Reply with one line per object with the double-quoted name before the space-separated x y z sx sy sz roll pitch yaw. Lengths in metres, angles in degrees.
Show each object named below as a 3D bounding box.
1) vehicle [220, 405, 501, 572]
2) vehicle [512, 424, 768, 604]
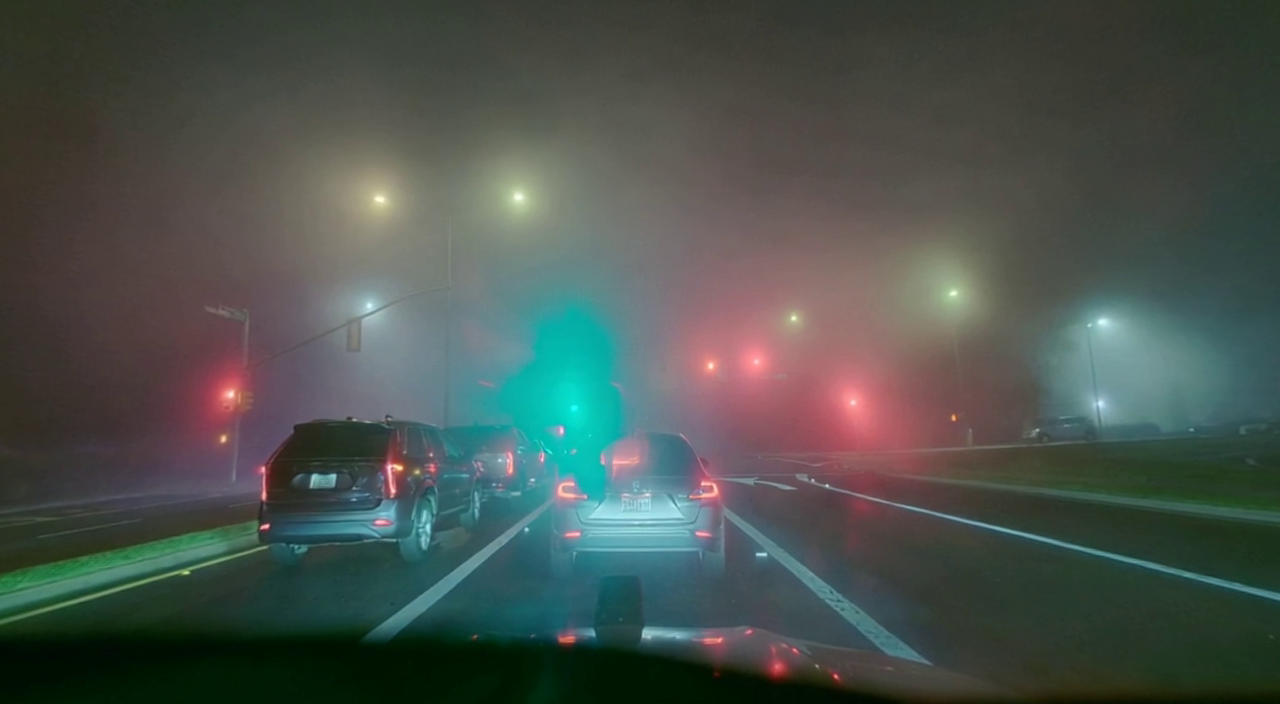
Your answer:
"vehicle" -3.425 1.754 8.855 2.046 1.751 4.208 0 -8 -1
"vehicle" -0.053 1.644 7.311 2.126 1.475 3.967 0 -8 -2
